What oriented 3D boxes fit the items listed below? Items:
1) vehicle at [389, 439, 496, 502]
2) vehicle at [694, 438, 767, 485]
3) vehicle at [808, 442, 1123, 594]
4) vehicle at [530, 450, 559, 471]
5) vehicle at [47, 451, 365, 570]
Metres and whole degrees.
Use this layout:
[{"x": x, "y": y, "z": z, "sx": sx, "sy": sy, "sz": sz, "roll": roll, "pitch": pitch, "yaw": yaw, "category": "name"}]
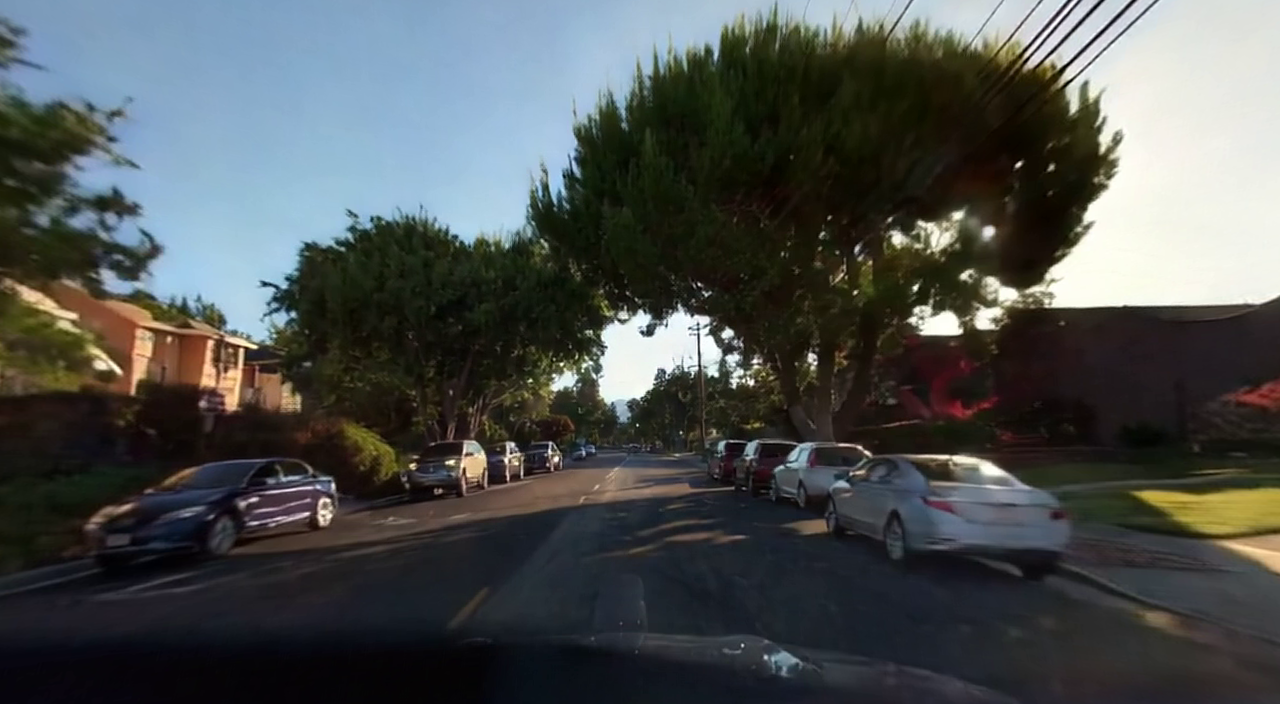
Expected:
[{"x": -6.315, "y": 3.831, "z": 20.870, "sx": 2.031, "sy": 1.799, "sz": 4.587, "roll": 0, "pitch": -9, "yaw": 0, "category": "vehicle"}, {"x": 3.650, "y": 4.566, "z": 26.669, "sx": 2.178, "sy": 1.757, "sz": 5.495, "roll": 0, "pitch": -9, "yaw": -1, "category": "vehicle"}, {"x": 3.687, "y": 1.919, "z": 8.232, "sx": 1.763, "sy": 1.432, "sz": 4.323, "roll": 0, "pitch": -9, "yaw": 0, "category": "vehicle"}, {"x": -7.111, "y": 8.082, "z": 47.384, "sx": 1.997, "sy": 1.456, "sz": 4.319, "roll": 1, "pitch": -9, "yaw": -7, "category": "vehicle"}, {"x": -6.408, "y": 2.330, "z": 10.163, "sx": 2.031, "sy": 1.454, "sz": 4.410, "roll": 0, "pitch": -9, "yaw": -1, "category": "vehicle"}]
